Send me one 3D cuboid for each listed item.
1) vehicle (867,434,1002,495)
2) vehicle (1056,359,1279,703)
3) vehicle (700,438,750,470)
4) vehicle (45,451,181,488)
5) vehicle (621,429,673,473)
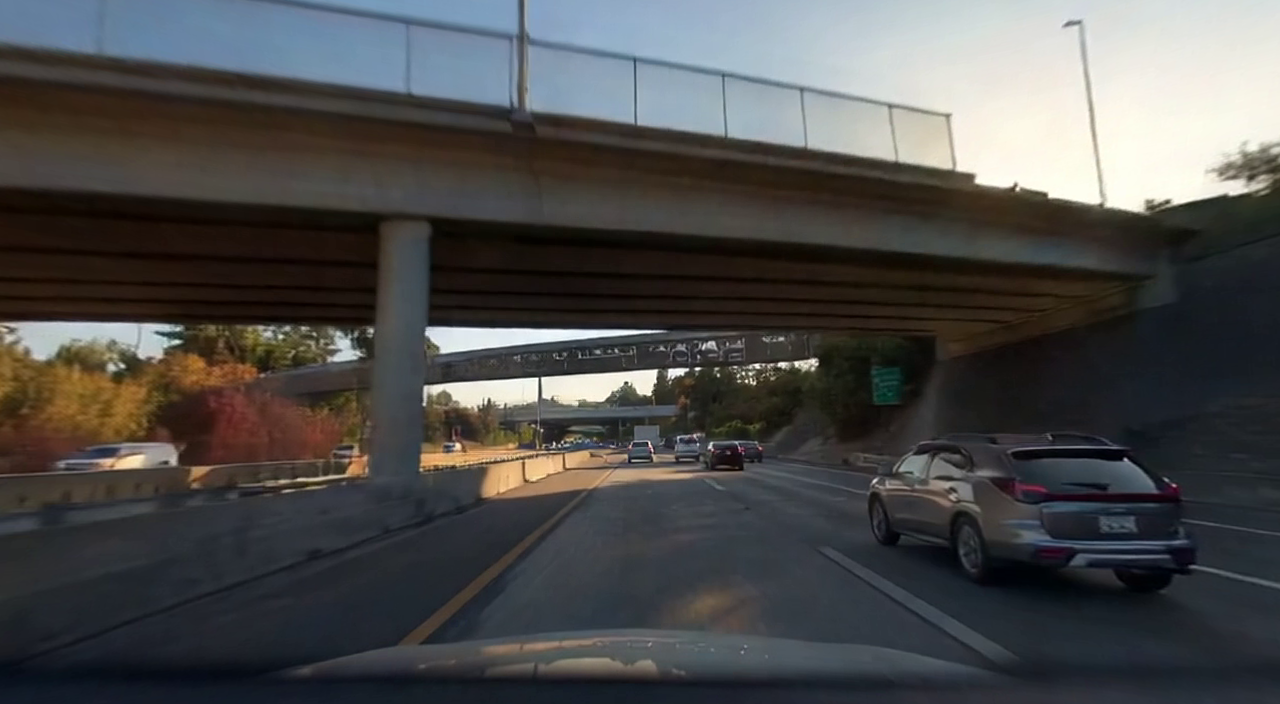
[{"bbox_3d":[8.158,3.123,17.941,1.810,1.516,4.183,0,-8,0],"label":"vehicle"},{"bbox_3d":[3.788,0.748,1.967,2.003,1.661,4.418,-1,-8,1],"label":"vehicle"},{"bbox_3d":[4.172,5.080,31.562,1.825,1.487,4.034,0,-8,-1],"label":"vehicle"},{"bbox_3d":[-24.102,5.364,29.129,2.150,1.473,4.817,0,-8,0],"label":"vehicle"},{"bbox_3d":[0.280,4.484,28.769,2.189,1.852,4.038,0,-8,0],"label":"vehicle"}]
